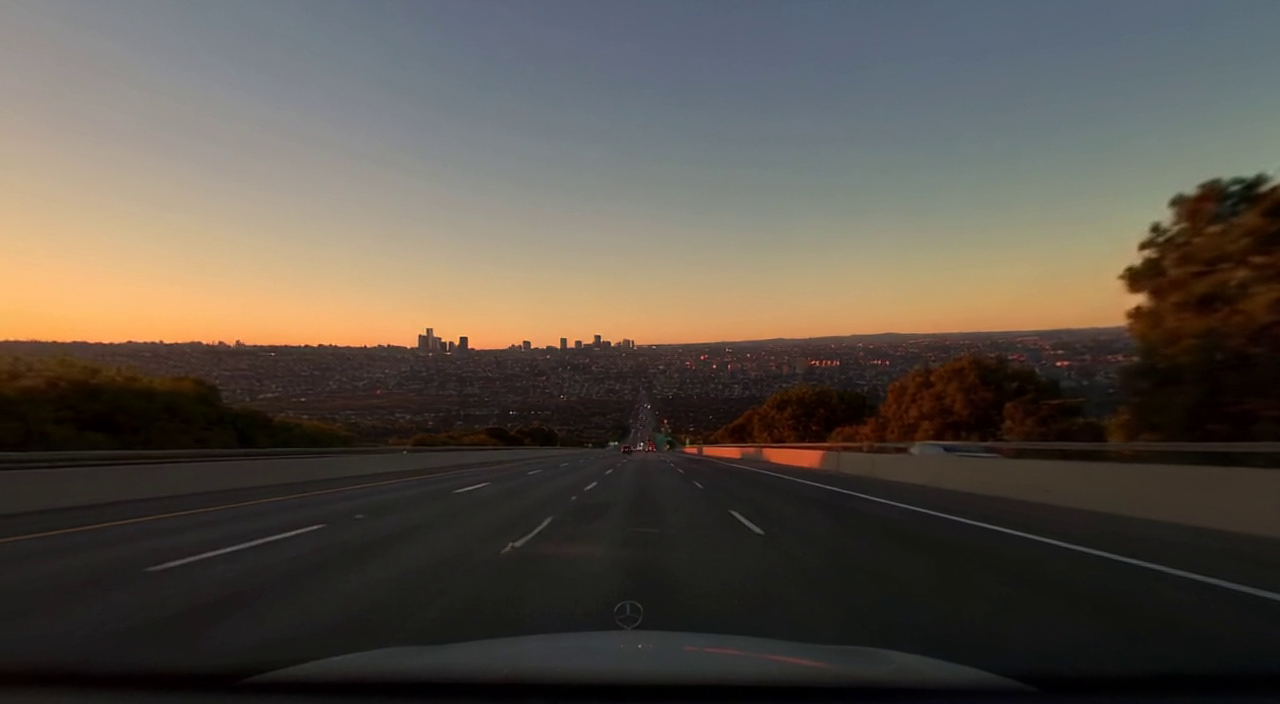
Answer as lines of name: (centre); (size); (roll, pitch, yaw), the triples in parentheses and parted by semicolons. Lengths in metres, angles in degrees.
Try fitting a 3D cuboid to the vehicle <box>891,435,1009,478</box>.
vehicle: (12.045, 4.100, 25.018); (1.977, 1.528, 5.111); (0, -8, -1)
